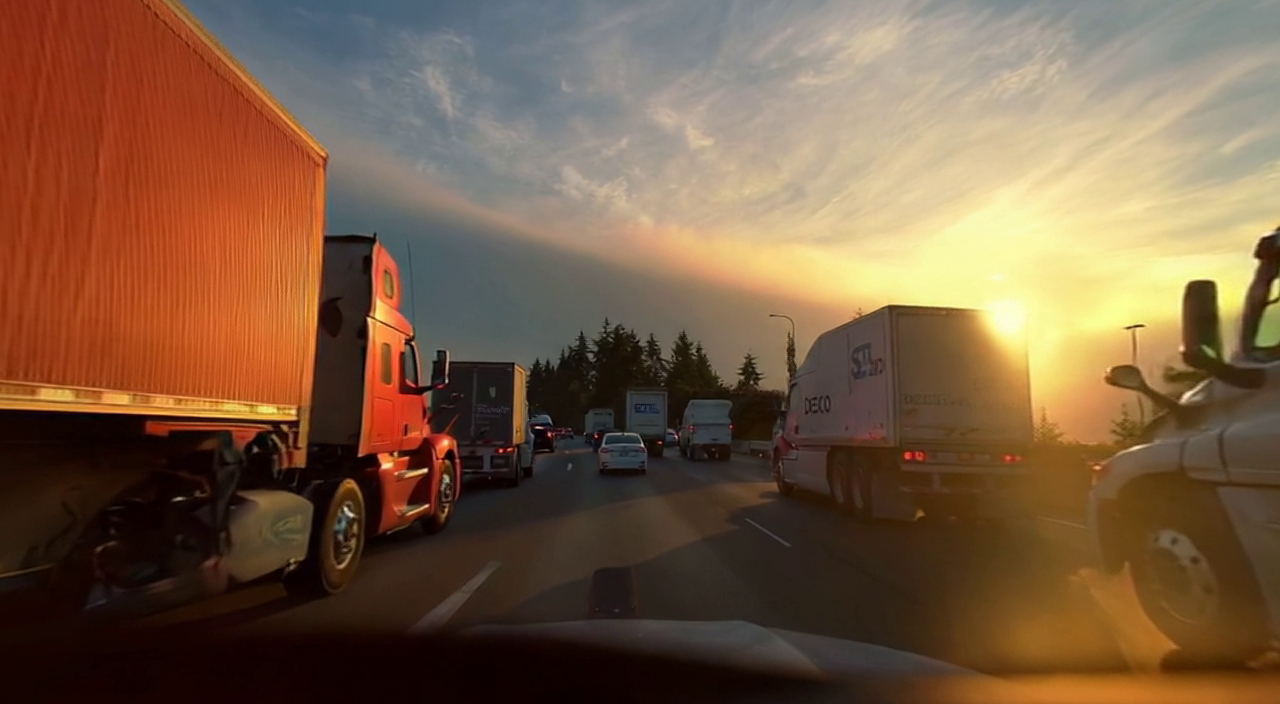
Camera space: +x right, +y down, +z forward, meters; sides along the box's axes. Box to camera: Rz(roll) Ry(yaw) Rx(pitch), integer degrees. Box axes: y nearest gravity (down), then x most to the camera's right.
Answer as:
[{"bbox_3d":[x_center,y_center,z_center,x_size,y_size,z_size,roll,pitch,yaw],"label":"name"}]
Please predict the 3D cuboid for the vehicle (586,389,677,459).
[{"bbox_3d":[-1.046,5.156,44.068,2.899,4.112,13.912,2,-8,-15],"label":"vehicle"}]

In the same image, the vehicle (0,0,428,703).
[{"bbox_3d":[-3.706,-0.190,2.568,2.822,3.788,8.799,0,-8,-2],"label":"vehicle"}]

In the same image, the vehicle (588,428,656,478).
[{"bbox_3d":[-0.728,3.432,21.749,2.060,1.540,4.374,1,-8,-5],"label":"vehicle"}]

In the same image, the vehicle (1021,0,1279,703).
[{"bbox_3d":[5.281,-0.363,2.223,2.992,3.986,5.841,3,-8,-21],"label":"vehicle"}]
